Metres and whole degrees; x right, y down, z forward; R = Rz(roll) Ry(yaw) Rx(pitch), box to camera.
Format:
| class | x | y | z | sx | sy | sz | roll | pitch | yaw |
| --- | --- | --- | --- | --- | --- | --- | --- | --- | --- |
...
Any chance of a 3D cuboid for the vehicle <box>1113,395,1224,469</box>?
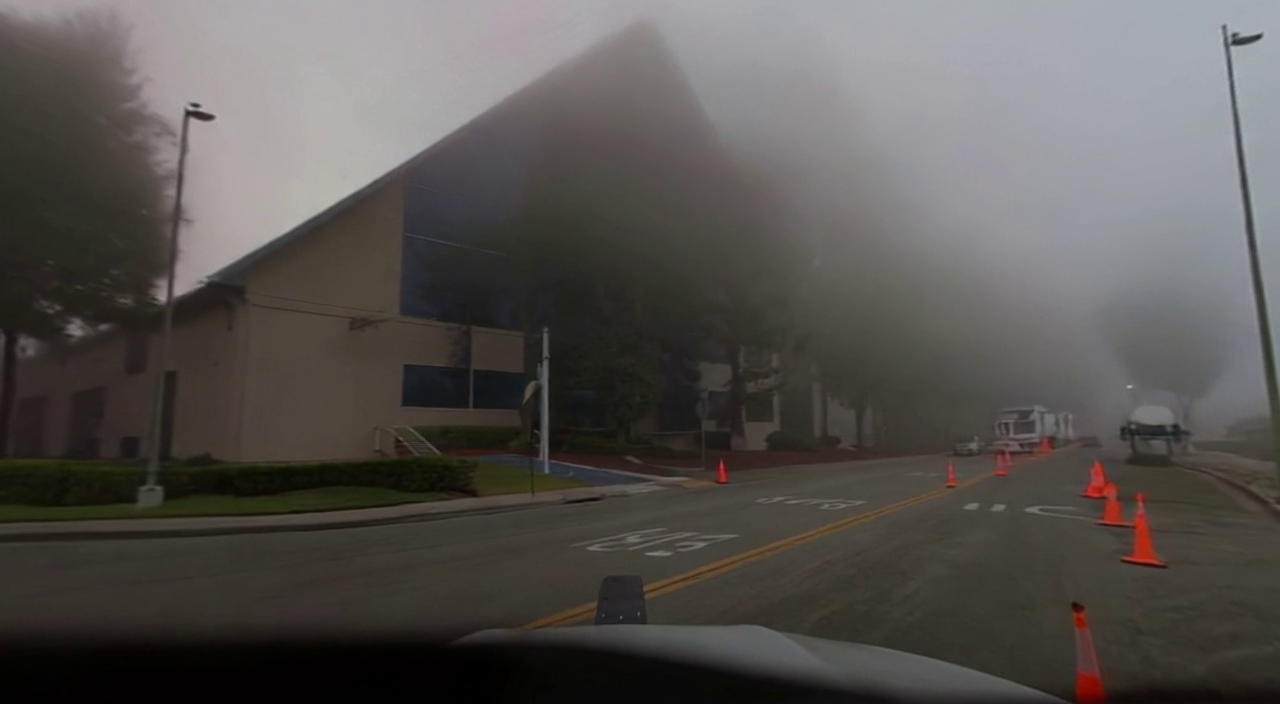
| class | x | y | z | sx | sy | sz | roll | pitch | yaw |
| --- | --- | --- | --- | --- | --- | --- | --- | --- | --- |
| vehicle | 20.831 | 3.253 | 25.273 | 2.784 | 2.533 | 6.764 | -5 | -10 | 35 |
